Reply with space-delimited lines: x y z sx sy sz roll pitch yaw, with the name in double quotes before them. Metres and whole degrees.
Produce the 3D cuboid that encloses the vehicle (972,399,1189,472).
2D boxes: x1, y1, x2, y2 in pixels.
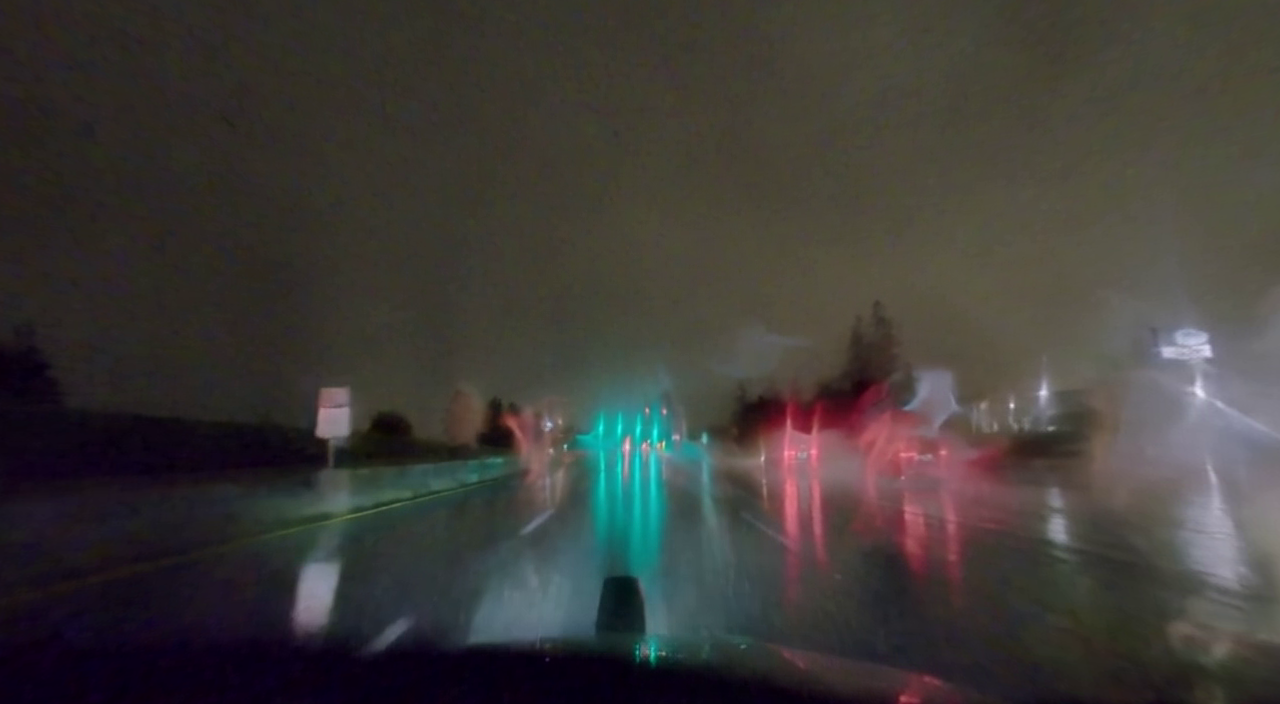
"vehicle" 28.589 5.786 42.640 2.939 4.075 14.109 1 -9 -8
